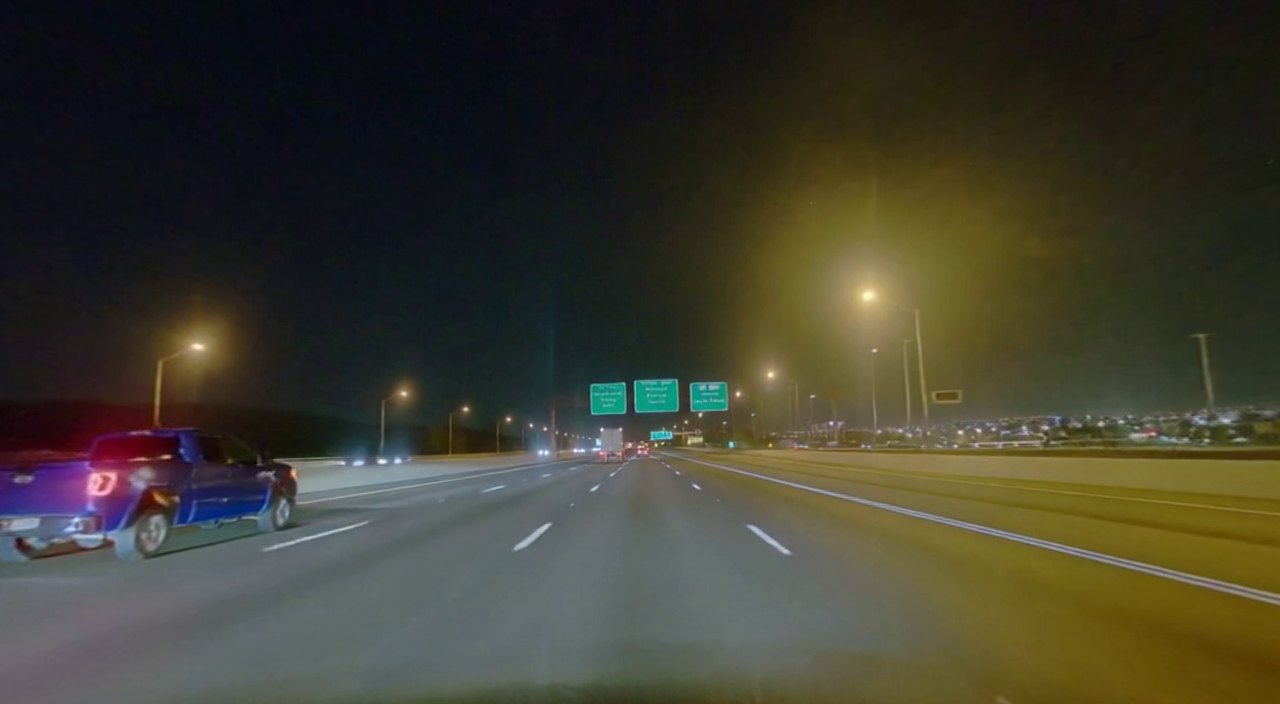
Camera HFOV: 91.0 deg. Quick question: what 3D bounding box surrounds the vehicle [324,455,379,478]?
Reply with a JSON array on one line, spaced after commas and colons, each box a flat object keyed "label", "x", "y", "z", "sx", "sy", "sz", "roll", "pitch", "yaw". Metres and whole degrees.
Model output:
[{"label": "vehicle", "x": -21.455, "y": 8.480, "z": 47.024, "sx": 1.830, "sy": 1.554, "sz": 4.619, "roll": 0, "pitch": -9, "yaw": 1}]

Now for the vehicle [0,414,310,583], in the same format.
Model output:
[{"label": "vehicle", "x": -7.067, "y": 1.870, "z": 8.912, "sx": 2.168, "sy": 1.729, "sz": 4.724, "roll": 0, "pitch": -9, "yaw": 1}]
